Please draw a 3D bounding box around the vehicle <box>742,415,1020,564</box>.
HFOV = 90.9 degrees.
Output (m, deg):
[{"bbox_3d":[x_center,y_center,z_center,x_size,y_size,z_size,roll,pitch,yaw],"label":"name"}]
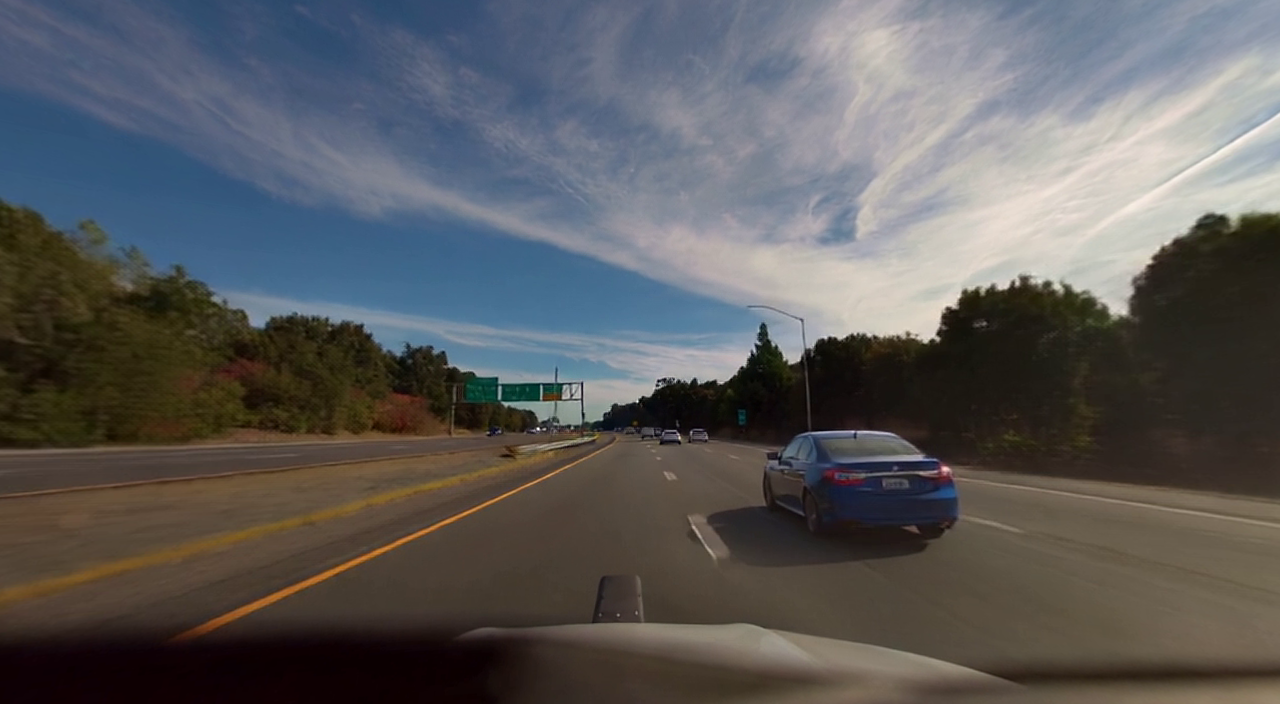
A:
[{"bbox_3d":[2.708,1.634,8.334,1.977,1.443,4.225,0,-8,-1],"label":"vehicle"}]
